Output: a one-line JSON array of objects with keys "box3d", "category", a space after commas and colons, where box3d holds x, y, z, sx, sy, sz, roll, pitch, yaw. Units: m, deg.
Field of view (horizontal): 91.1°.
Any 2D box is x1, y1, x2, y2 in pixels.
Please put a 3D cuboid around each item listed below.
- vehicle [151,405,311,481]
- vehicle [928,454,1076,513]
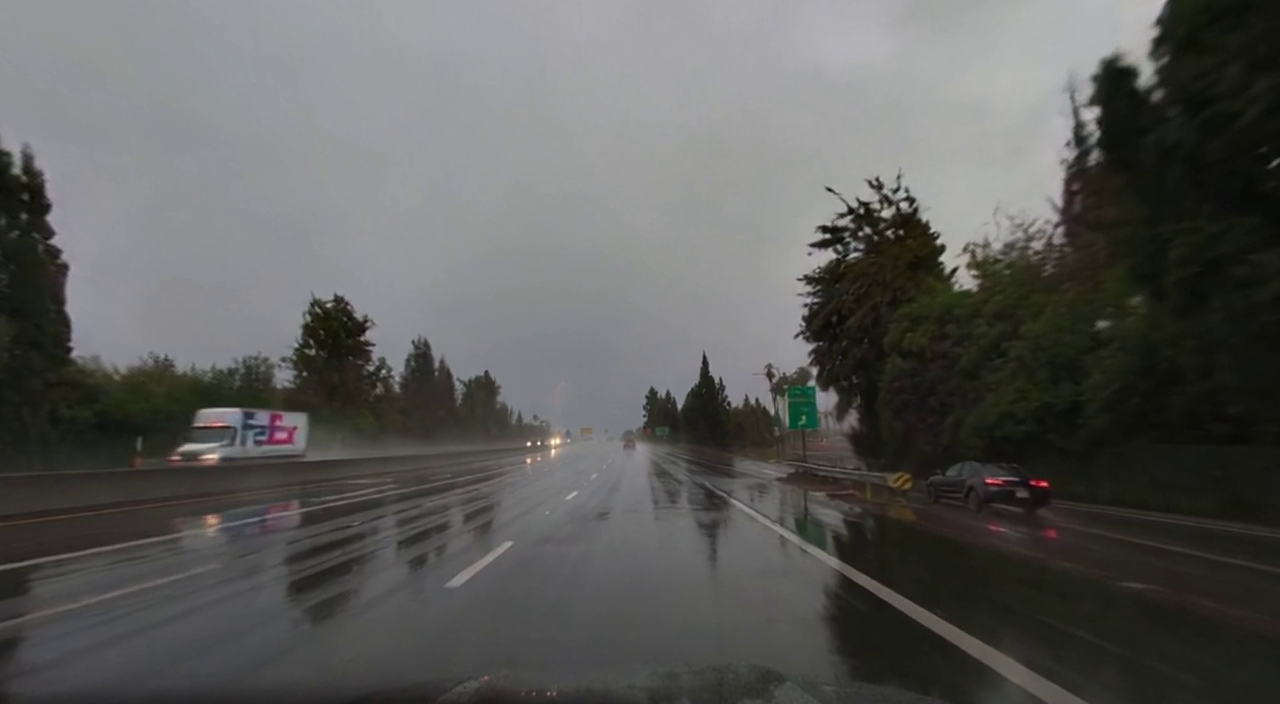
[{"box3d": [-17.779, 4.066, 27.971, 2.463, 2.938, 7.002, 0, -8, -1], "category": "vehicle"}, {"box3d": [10.818, 3.948, 19.291, 2.037, 1.487, 4.962, 1, -10, 6], "category": "vehicle"}]
